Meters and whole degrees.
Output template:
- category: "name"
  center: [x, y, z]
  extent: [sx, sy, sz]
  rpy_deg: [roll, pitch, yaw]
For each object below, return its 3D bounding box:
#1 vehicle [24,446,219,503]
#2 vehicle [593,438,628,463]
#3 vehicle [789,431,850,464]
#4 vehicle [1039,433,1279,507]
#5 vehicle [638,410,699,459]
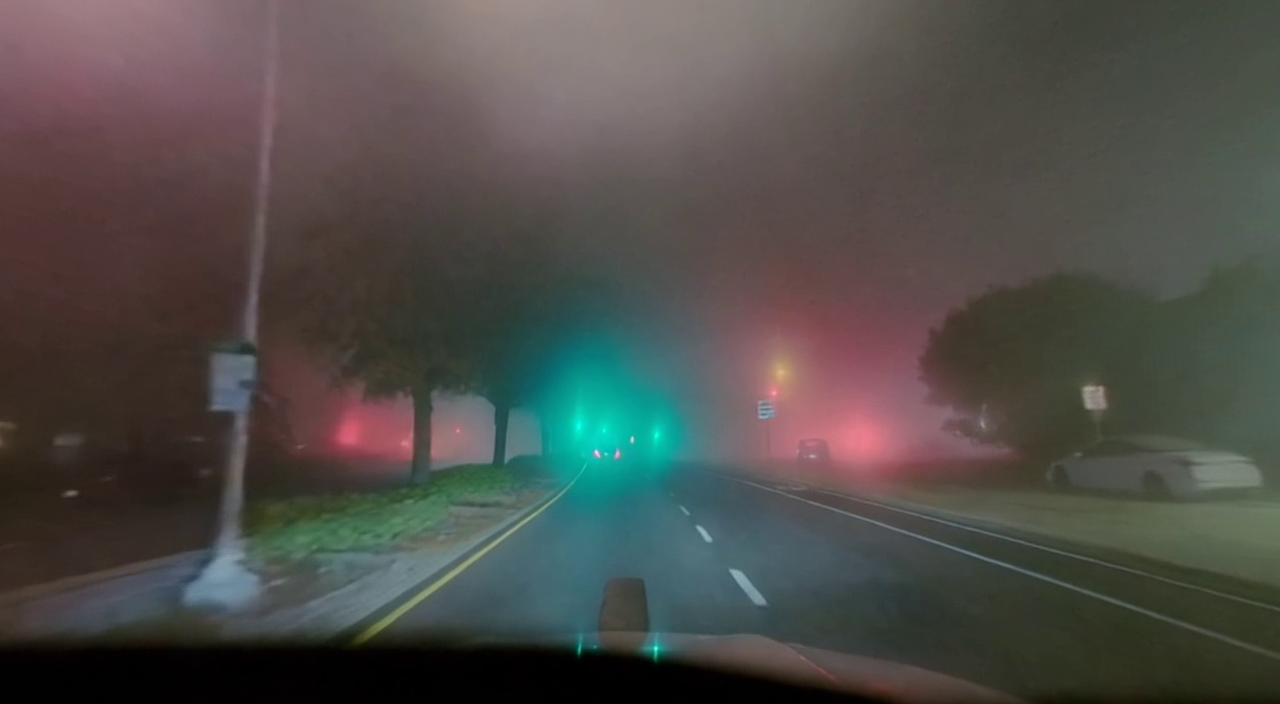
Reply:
- category: "vehicle"
  center: [-15.199, 3.570, 18.911]
  extent: [2.070, 1.469, 4.524]
  rpy_deg: [1, -8, -2]
- category: "vehicle"
  center: [-1.958, 6.311, 40.540]
  extent: [2.113, 1.462, 4.203]
  rpy_deg: [1, -8, -4]
- category: "vehicle"
  center: [10.500, 5.639, 37.388]
  extent: [2.145, 1.795, 4.992]
  rpy_deg: [0, -8, 0]
- category: "vehicle"
  center: [11.725, 2.656, 14.711]
  extent: [1.839, 1.445, 4.484]
  rpy_deg: [0, -8, 0]
- category: "vehicle"
  center: [1.901, 6.517, 49.282]
  extent: [3.037, 3.261, 12.926]
  rpy_deg: [1, -8, -5]
